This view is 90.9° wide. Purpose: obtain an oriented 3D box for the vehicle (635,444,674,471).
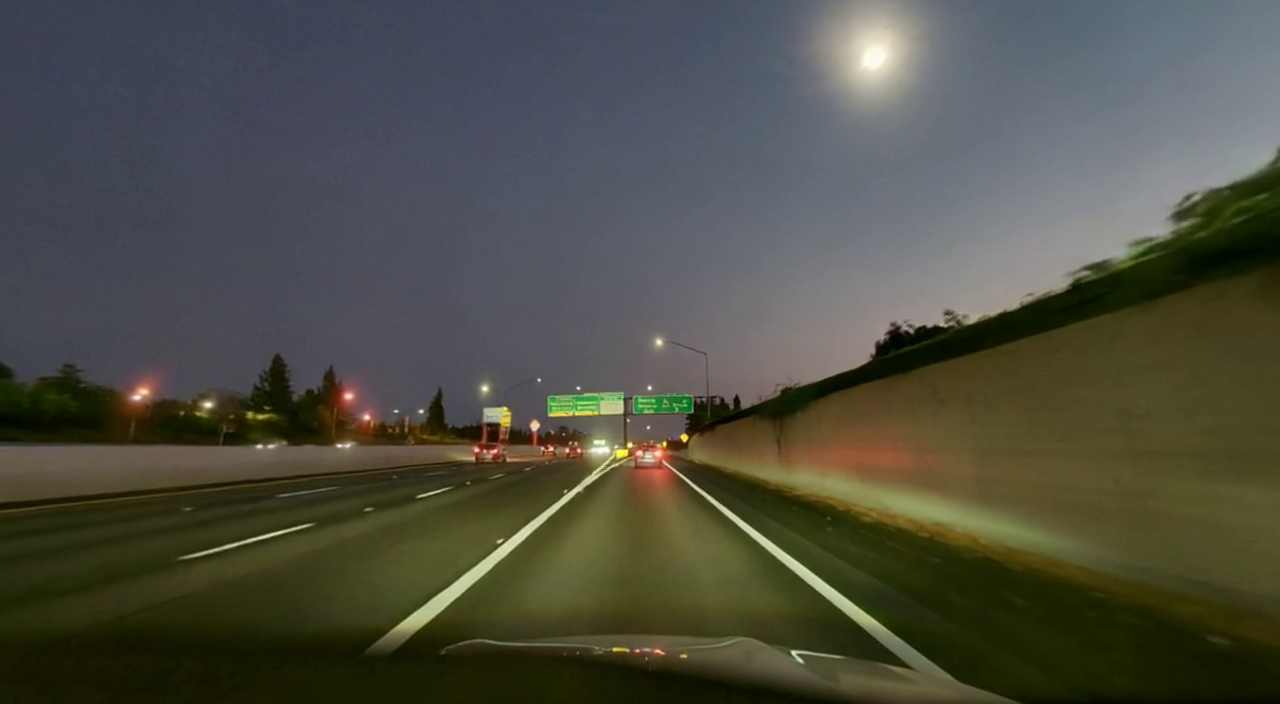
[{"bbox_3d":[0.777,6.037,36.444,2.137,1.461,3.999,0,-8,0],"label":"vehicle"}]
